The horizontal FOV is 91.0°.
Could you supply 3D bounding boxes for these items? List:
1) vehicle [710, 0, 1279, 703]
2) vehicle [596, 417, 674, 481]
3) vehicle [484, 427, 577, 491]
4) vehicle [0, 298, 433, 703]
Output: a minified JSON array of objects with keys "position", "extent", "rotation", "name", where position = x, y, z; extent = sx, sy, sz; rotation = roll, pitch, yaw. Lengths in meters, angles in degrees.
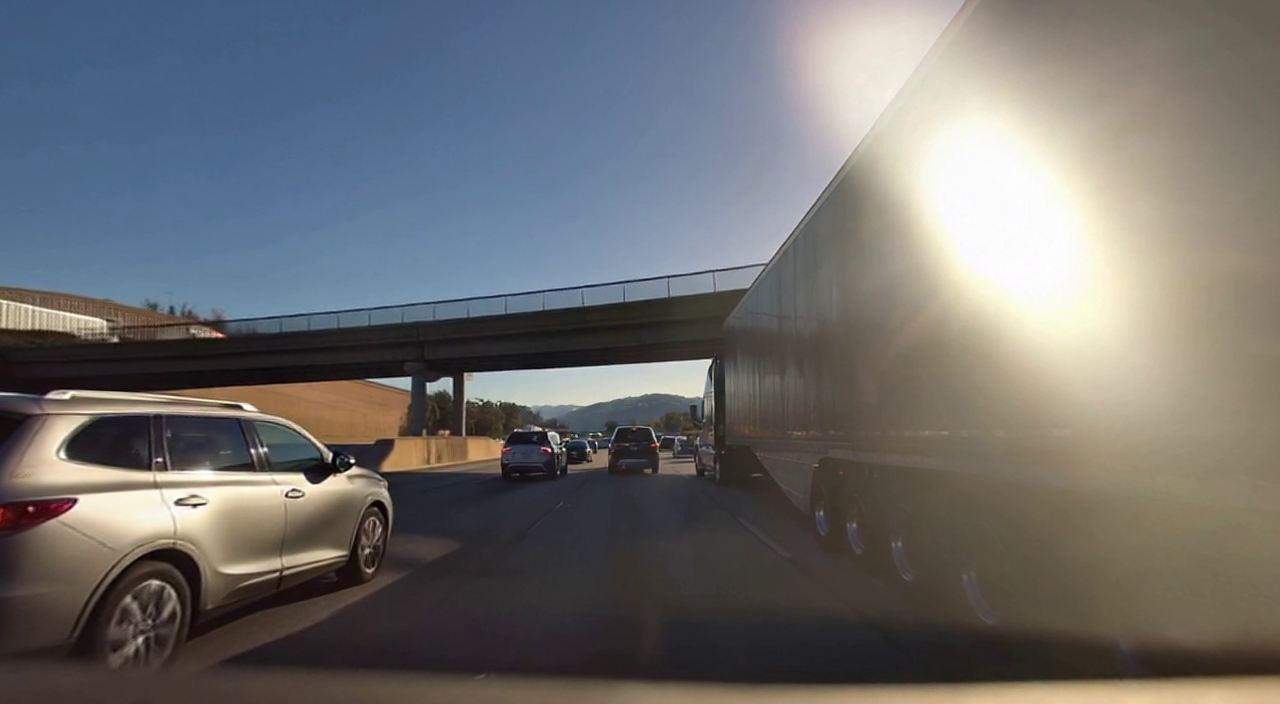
[{"position":[3.490,0.530,9.095],"extent":[2.852,4.121,16.210],"rotation":[0,-8,-1],"name":"vehicle"},{"position":[-0.197,3.832,24.945],"extent":[2.704,2.216,5.804],"rotation":[0,-8,0],"name":"vehicle"},{"position":[-3.361,3.406,20.351],"extent":[2.120,1.812,4.659],"rotation":[0,-8,1],"name":"vehicle"},{"position":[-3.285,1.015,4.080],"extent":[2.193,1.803,4.958],"rotation":[0,-8,0],"name":"vehicle"}]
